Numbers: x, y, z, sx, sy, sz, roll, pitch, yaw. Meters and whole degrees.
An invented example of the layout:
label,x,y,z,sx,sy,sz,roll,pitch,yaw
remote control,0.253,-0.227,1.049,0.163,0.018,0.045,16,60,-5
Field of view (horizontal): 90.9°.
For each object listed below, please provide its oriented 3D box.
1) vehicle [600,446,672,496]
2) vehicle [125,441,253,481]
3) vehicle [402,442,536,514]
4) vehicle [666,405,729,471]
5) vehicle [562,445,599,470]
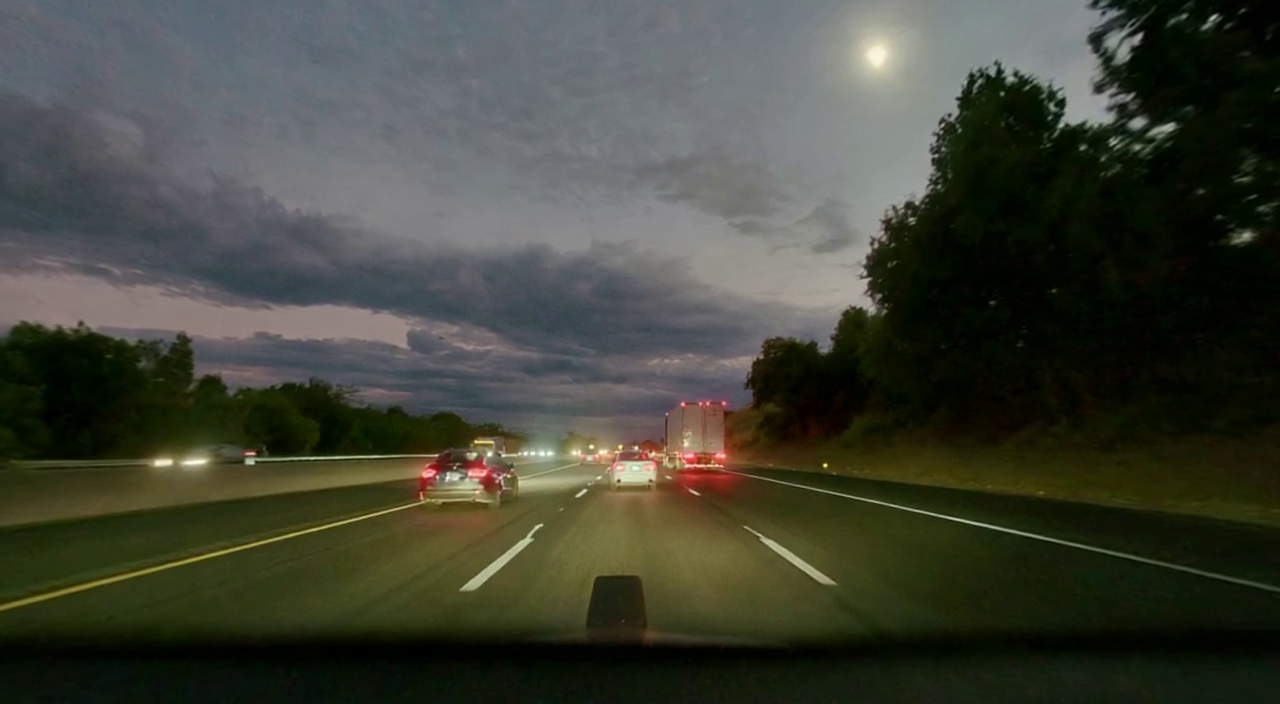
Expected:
label,x,y,z,sx,sy,sz,roll,pitch,yaw
vehicle,-0.155,3.695,19.899,2.023,1.400,4.028,0,-9,-1
vehicle,-18.562,4.498,26.272,1.923,1.500,4.769,0,-9,-2
vehicle,-3.889,2.949,15.224,2.017,1.460,4.382,0,-9,0
vehicle,3.858,6.465,46.535,2.905,4.109,14.332,0,-9,-2
vehicle,-4.137,7.452,44.639,2.232,1.688,4.844,0,-9,-1
